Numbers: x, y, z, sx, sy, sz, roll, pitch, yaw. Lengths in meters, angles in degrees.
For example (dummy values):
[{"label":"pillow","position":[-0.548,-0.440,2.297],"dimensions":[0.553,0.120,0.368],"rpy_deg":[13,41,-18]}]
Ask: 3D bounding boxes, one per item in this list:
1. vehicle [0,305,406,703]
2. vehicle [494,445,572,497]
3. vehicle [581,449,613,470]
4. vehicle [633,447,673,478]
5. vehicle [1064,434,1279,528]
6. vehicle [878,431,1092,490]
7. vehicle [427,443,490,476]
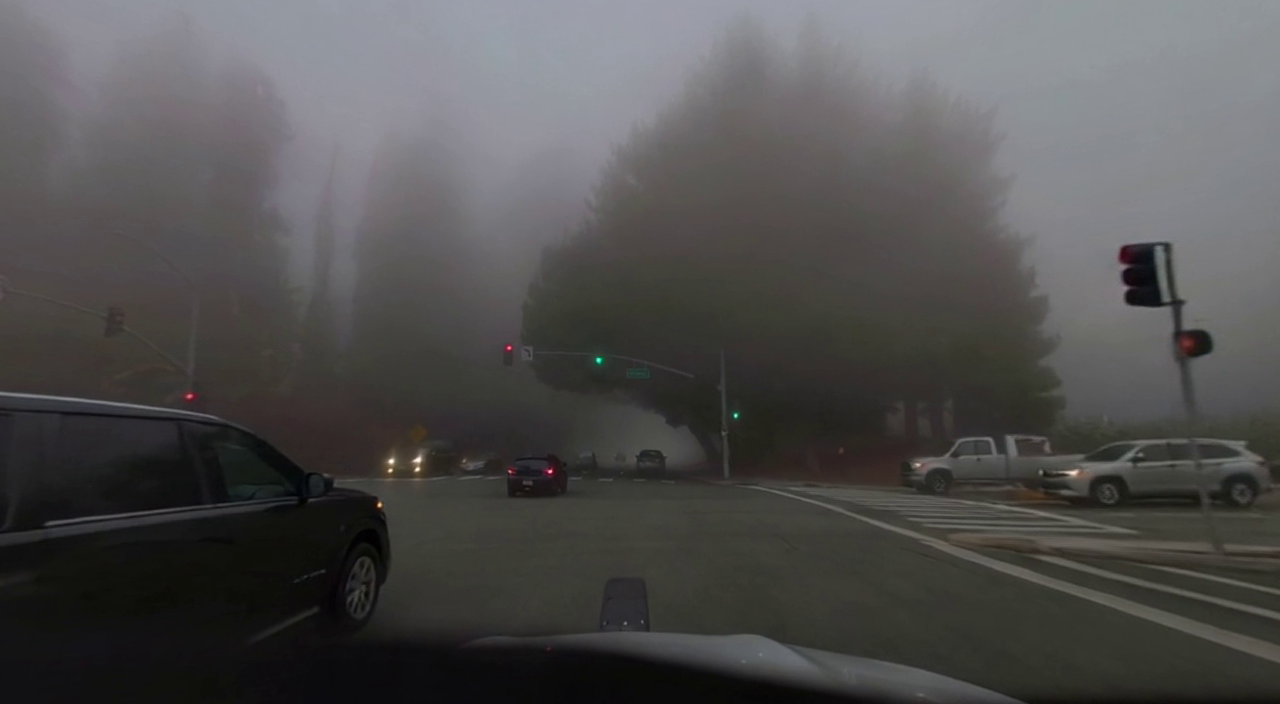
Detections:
[{"label":"vehicle","position":[-3.113,0.903,2.986],"dimensions":[2.190,1.766,4.649],"rpy_deg":[0,-9,0]},{"label":"vehicle","position":[-3.404,3.841,20.691],"dimensions":[1.960,1.528,3.490],"rpy_deg":[0,-9,0]},{"label":"vehicle","position":[-3.119,7.947,46.937],"dimensions":[2.013,1.474,4.393],"rpy_deg":[0,-9,1]},{"label":"vehicle","position":[0.697,6.364,36.565],"dimensions":[2.163,1.678,3.846],"rpy_deg":[0,-9,0]},{"label":"vehicle","position":[10.901,2.277,11.408],"dimensions":[4.875,1.473,2.077],"rpy_deg":[-1,-11,0]},{"label":"vehicle","position":[11.977,3.815,22.328],"dimensions":[5.990,1.899,2.683],"rpy_deg":[0,-9,0]},{"label":"vehicle","position":[-9.887,5.912,34.754],"dimensions":[1.990,1.658,4.569],"rpy_deg":[-1,-9,2]}]
